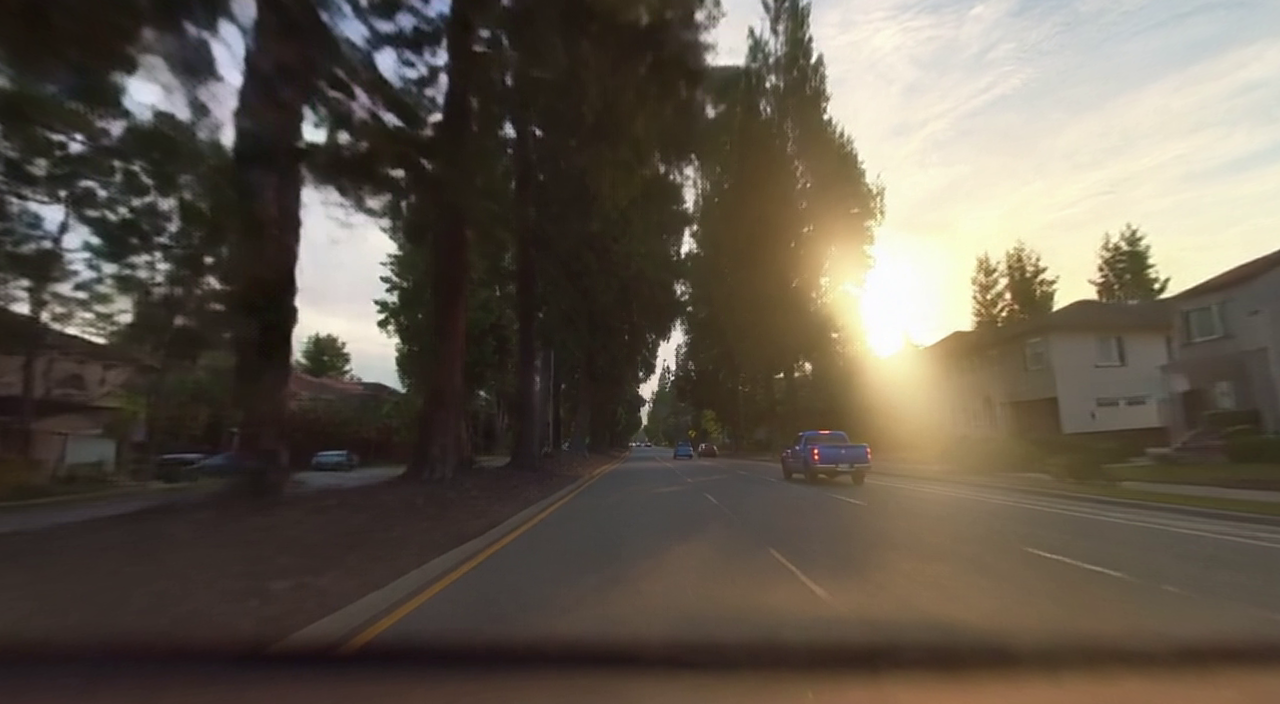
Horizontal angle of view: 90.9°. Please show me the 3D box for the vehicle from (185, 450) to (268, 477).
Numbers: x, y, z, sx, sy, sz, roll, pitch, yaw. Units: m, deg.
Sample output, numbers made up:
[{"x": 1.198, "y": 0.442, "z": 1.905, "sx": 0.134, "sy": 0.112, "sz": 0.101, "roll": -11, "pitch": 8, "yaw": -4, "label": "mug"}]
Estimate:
[{"x": -30.735, "y": 8.263, "z": 46.864, "sx": 5.297, "sy": 1.831, "sz": 2.122, "roll": -2, "pitch": -9, "yaw": 16, "label": "vehicle"}]

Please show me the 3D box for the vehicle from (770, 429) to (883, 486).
[{"x": 6.415, "y": 3.708, "z": 22.571, "sx": 2.262, "sy": 1.769, "sz": 5.666, "roll": 0, "pitch": -8, "yaw": -1, "label": "vehicle"}]

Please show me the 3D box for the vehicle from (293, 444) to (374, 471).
[{"x": -24.231, "y": 8.299, "z": 49.880, "sx": 5.541, "sy": 2.074, "sz": 2.416, "roll": -3, "pitch": -9, "yaw": 19, "label": "vehicle"}]

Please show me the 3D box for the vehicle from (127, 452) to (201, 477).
[{"x": -36.274, "y": 8.543, "z": 48.081, "sx": 4.128, "sy": 1.570, "sz": 1.995, "roll": -4, "pitch": -7, "yaw": 5, "label": "vehicle"}]
